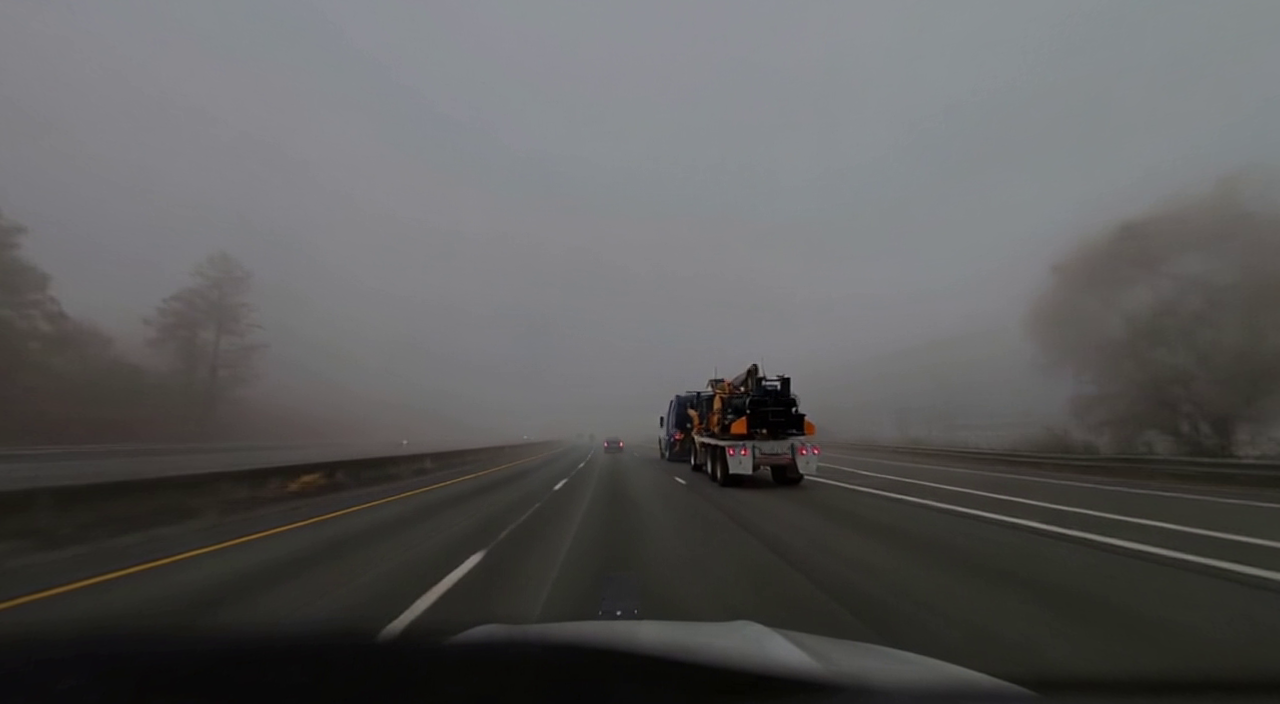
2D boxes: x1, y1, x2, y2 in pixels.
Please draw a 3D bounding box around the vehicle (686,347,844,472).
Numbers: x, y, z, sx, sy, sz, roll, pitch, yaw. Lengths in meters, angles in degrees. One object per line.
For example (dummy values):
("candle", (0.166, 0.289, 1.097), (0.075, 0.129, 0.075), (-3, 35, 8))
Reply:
("vehicle", (3.485, 2.006, 20.113), (2.833, 3.180, 8.004), (1, -8, -4))
